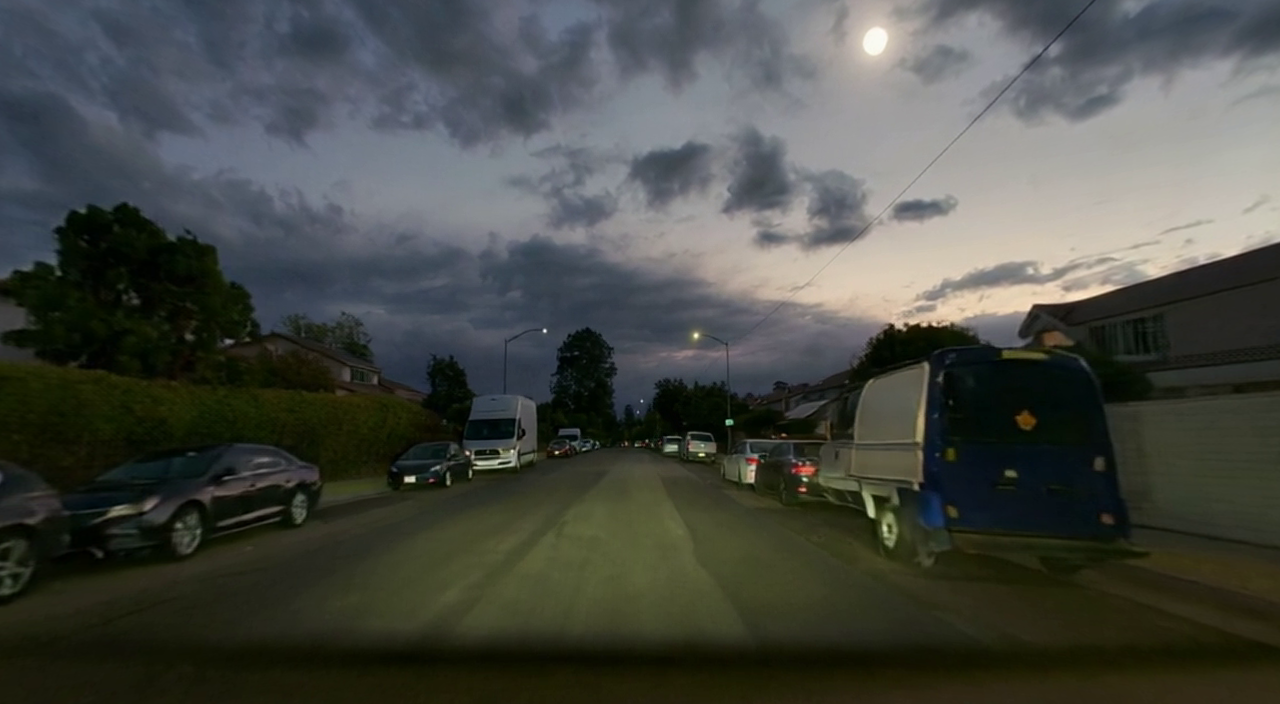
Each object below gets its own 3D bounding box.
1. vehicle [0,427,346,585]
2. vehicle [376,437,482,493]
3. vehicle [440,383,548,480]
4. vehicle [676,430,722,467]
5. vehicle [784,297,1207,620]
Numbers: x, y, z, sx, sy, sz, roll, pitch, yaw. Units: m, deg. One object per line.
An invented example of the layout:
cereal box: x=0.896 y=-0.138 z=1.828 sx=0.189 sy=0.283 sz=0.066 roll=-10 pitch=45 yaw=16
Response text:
vehicle: x=-6.053 y=1.924 z=8.747 sx=1.818 sy=1.563 sz=4.483 roll=-1 pitch=-9 yaw=0
vehicle: x=-6.259 y=3.357 z=19.216 sx=1.921 sy=1.470 sz=4.068 roll=0 pitch=-8 yaw=-1
vehicle: x=-6.105 y=3.522 z=27.883 sx=2.896 sy=3.648 sz=8.004 roll=0 pitch=-8 yaw=0
vehicle: x=3.146 y=5.218 z=34.413 sx=1.965 sy=1.855 sz=4.677 roll=0 pitch=-8 yaw=-1
vehicle: x=3.371 y=1.106 z=7.408 sx=2.215 sy=2.542 sz=4.550 roll=-2 pitch=-7 yaw=0
